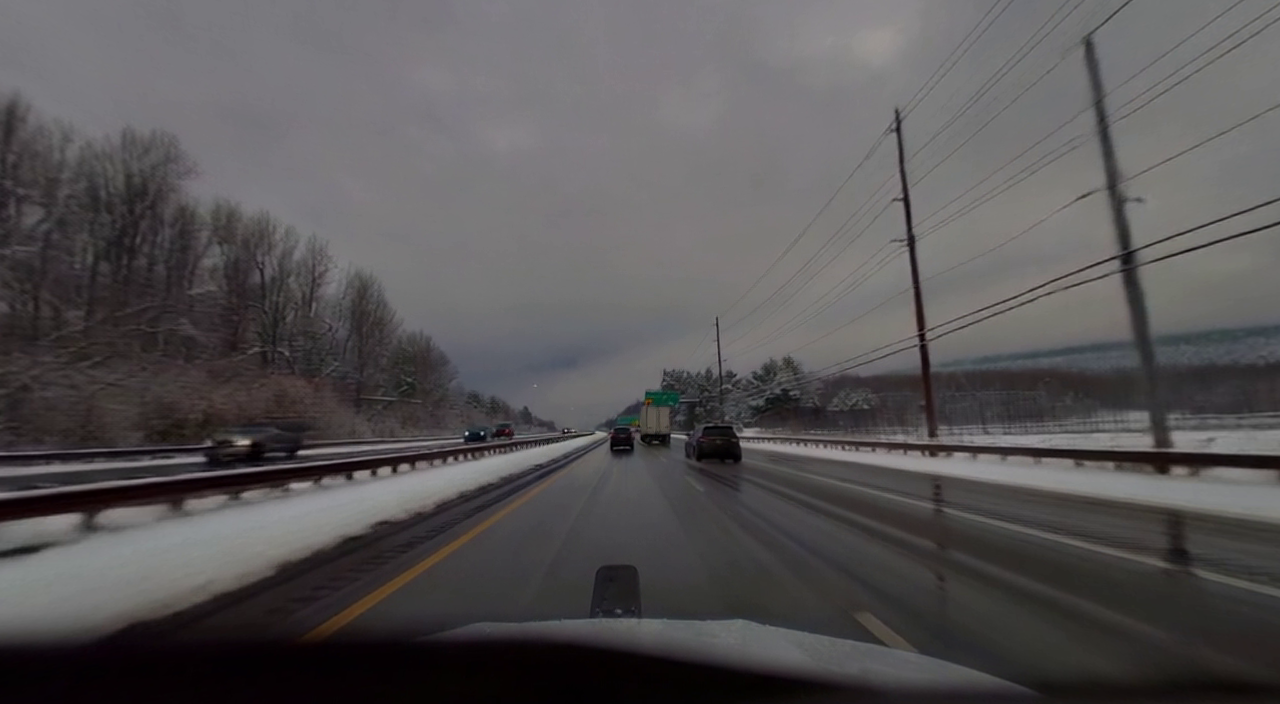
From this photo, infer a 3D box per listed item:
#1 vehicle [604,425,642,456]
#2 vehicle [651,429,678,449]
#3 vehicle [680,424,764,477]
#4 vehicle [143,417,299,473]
[{"bbox_3d":[-0.932,4.949,35.095,2.019,1.642,3.790,0,-8,-1],"label":"vehicle"},{"bbox_3d":[1.843,6.835,49.233,1.807,1.484,3.765,0,-8,-2],"label":"vehicle"},{"bbox_3d":[2.589,3.236,20.873,2.062,1.581,3.914,0,-8,-3],"label":"vehicle"},{"bbox_3d":[-12.517,2.813,19.193,1.815,1.475,4.344,0,-8,-1],"label":"vehicle"}]
